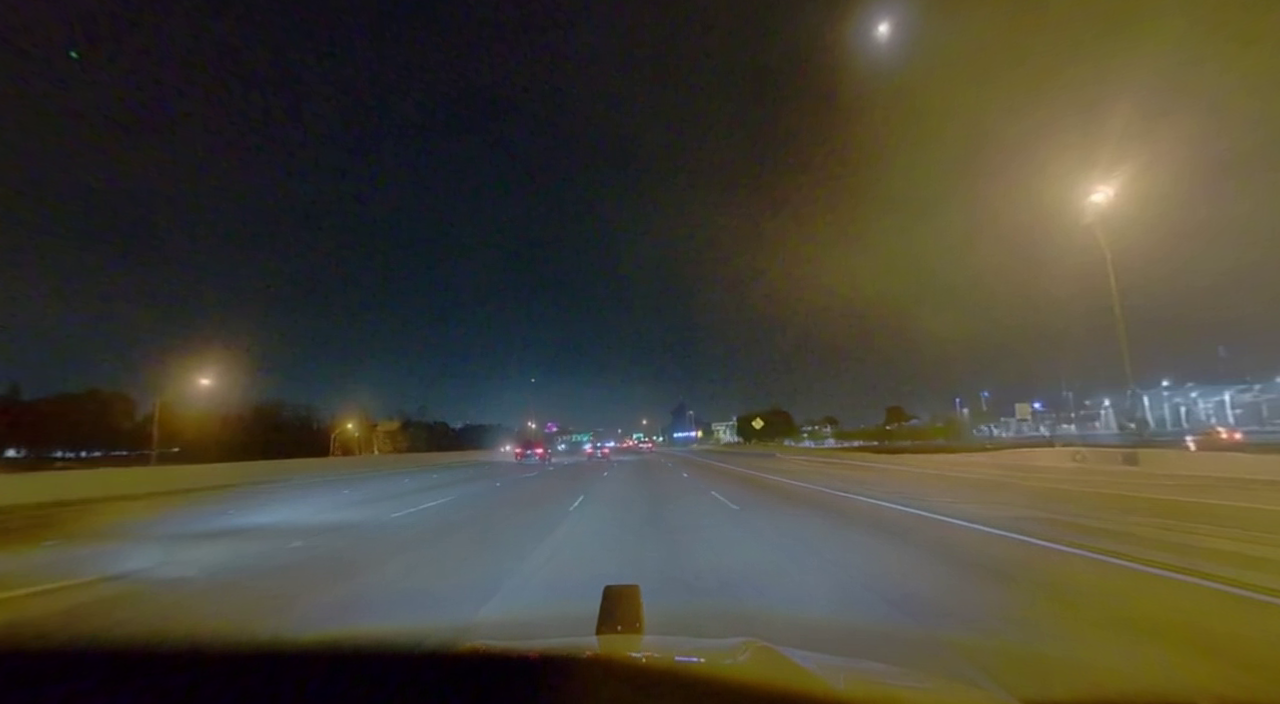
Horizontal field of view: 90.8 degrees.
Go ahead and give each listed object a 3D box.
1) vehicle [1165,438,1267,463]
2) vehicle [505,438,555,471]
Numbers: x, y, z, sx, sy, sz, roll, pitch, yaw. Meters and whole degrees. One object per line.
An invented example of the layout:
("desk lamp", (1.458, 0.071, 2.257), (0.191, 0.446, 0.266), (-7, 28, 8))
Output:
("vehicle", (38.083, 6.510, 41.887), (1.813, 1.580, 4.571), (5, -10, -31))
("vehicle", (-6.281, 5.882, 36.668), (2.015, 1.762, 4.790), (0, -8, 0))
